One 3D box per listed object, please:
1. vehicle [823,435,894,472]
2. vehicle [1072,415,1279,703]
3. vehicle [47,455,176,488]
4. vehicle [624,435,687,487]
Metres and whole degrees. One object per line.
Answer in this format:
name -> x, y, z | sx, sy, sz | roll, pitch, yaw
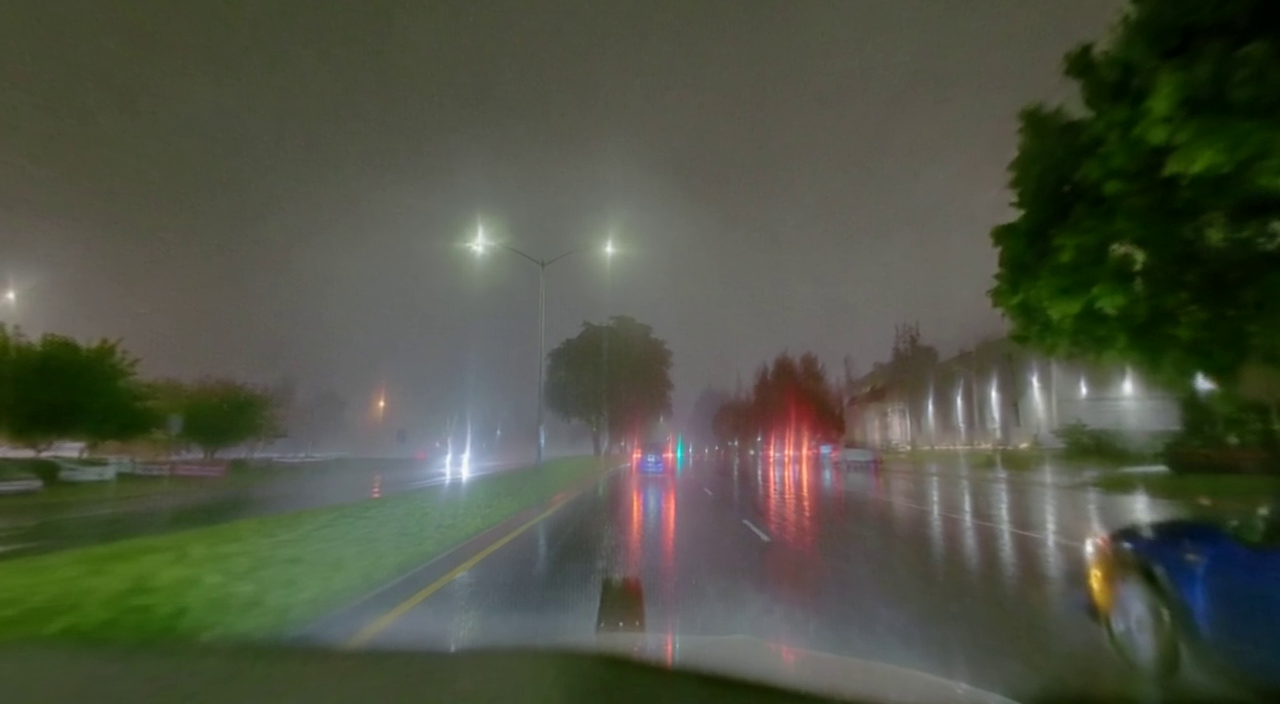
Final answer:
vehicle -> 11.864, 5.544, 34.763 | 2.139, 1.849, 5.246 | 0, -8, 1
vehicle -> 3.513, 0.810, 1.488 | 1.918, 1.418, 4.360 | 0, -8, 0
vehicle -> -26.049, 5.870, 31.265 | 4.453, 1.472, 1.873 | 1, -9, -8
vehicle -> 0.567, 3.899, 22.906 | 2.085, 1.693, 4.301 | 0, -8, 2
